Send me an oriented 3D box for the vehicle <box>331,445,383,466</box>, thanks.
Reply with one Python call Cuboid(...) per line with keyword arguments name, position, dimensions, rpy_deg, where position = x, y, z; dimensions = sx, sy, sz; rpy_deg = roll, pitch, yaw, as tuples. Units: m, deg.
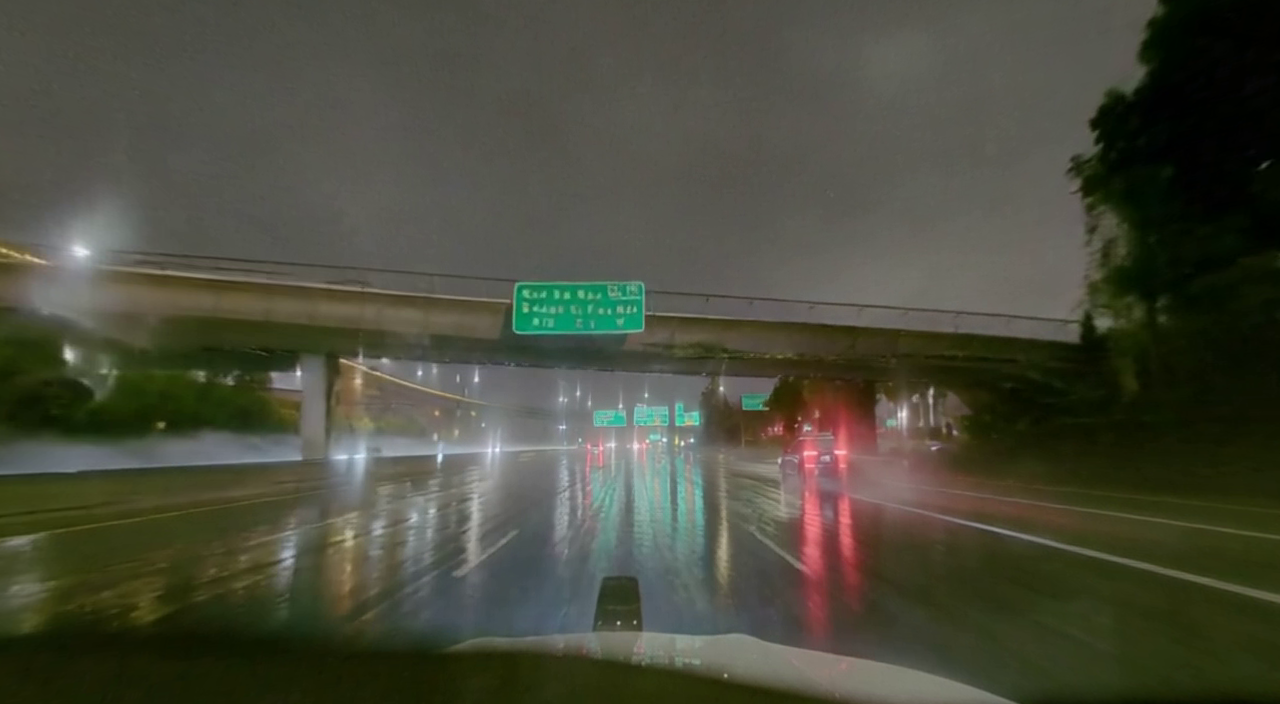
Cuboid(name="vehicle", position=(-21.562, 7.894, 48.403), dimensions=(1.923, 1.567, 4.576), rpy_deg=(0, -9, -1))
